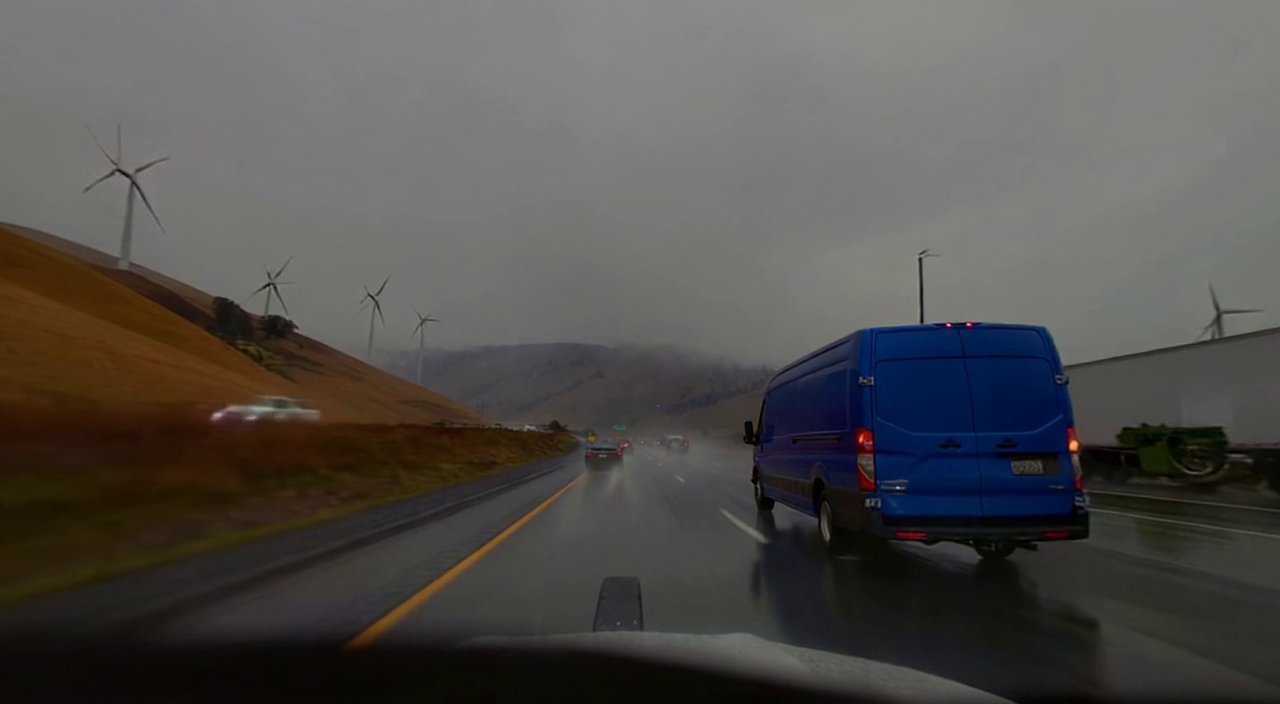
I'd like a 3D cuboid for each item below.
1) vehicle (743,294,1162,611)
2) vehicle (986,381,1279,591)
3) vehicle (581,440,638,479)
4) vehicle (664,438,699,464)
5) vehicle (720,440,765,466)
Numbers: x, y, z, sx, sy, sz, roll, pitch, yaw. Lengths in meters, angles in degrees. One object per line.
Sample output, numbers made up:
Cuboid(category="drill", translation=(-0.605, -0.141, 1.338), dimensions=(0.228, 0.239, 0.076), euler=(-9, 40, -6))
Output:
Cuboid(category="vehicle", translation=(3.039, 1.224, 8.164), dimensions=(2.365, 2.630, 5.754), euler=(0, -8, -1))
Cuboid(category="vehicle", translation=(6.634, 1.408, 7.100), dimensions=(2.070, 1.833, 5.811), euler=(0, -8, -1))
Cuboid(category="vehicle", translation=(-1.143, 4.298, 25.508), dimensions=(2.082, 1.445, 3.826), euler=(0, -8, 0))
Cuboid(category="vehicle", translation=(2.898, 7.103, 45.449), dimensions=(2.108, 1.717, 3.996), euler=(0, -8, -2))
Cuboid(category="vehicle", translation=(6.360, 6.359, 39.786), dimensions=(1.958, 1.514, 4.930), euler=(0, -8, -1))
